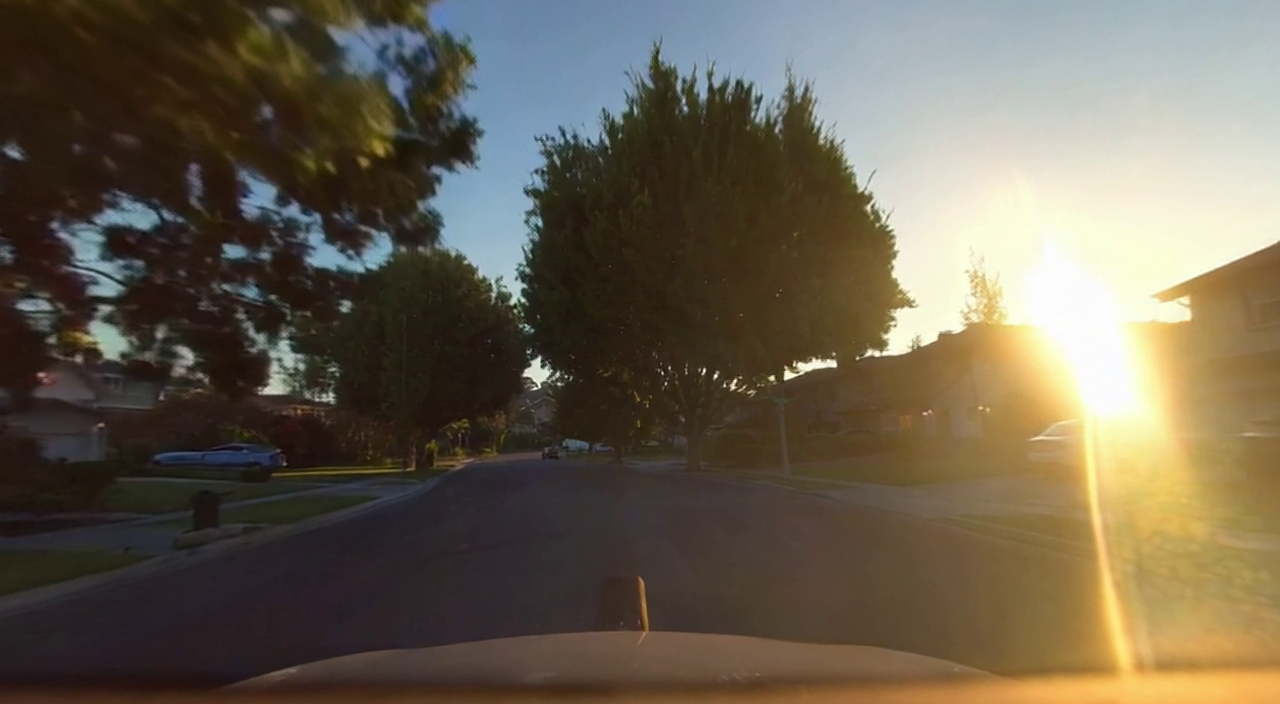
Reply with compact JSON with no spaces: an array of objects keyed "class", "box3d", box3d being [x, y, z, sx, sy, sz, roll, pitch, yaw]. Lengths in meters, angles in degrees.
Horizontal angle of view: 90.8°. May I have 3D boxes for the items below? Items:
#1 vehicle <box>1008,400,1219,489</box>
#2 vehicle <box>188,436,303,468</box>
[{"class":"vehicle","box3d":[12.182,2.354,16.375,4.149,1.596,1.890,-6,-7,-12]},{"class":"vehicle","box3d":[-20.704,5.320,33.370,4.654,1.457,1.986,3,-11,-10]}]
